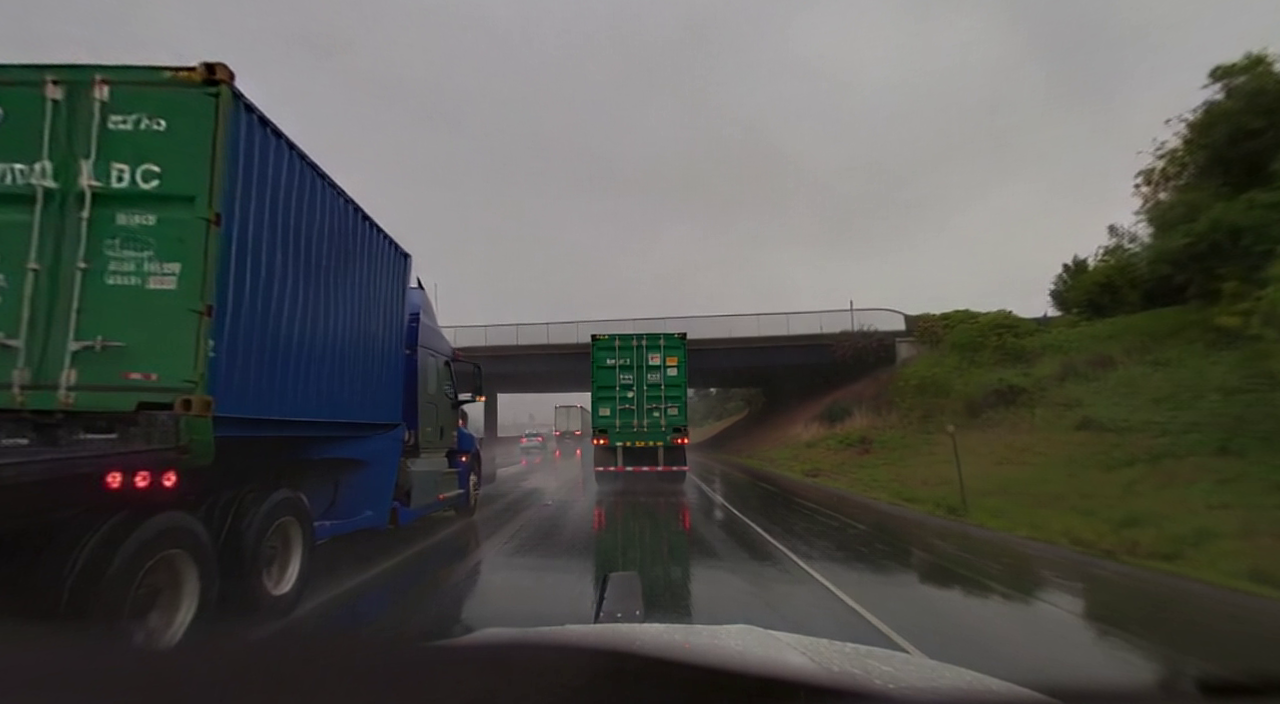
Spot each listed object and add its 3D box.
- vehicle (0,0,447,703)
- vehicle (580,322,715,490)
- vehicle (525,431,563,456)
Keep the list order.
[{"bbox_3d":[-3.652,-0.580,0.280,2.873,4.198,13.317,0,-9,0],"label":"vehicle"},{"bbox_3d":[0.116,1.866,19.656,3.357,4.212,7.519,0,-9,-1],"label":"vehicle"},{"bbox_3d":[-7.159,6.894,47.618,2.163,1.772,4.244,0,-9,1],"label":"vehicle"}]
